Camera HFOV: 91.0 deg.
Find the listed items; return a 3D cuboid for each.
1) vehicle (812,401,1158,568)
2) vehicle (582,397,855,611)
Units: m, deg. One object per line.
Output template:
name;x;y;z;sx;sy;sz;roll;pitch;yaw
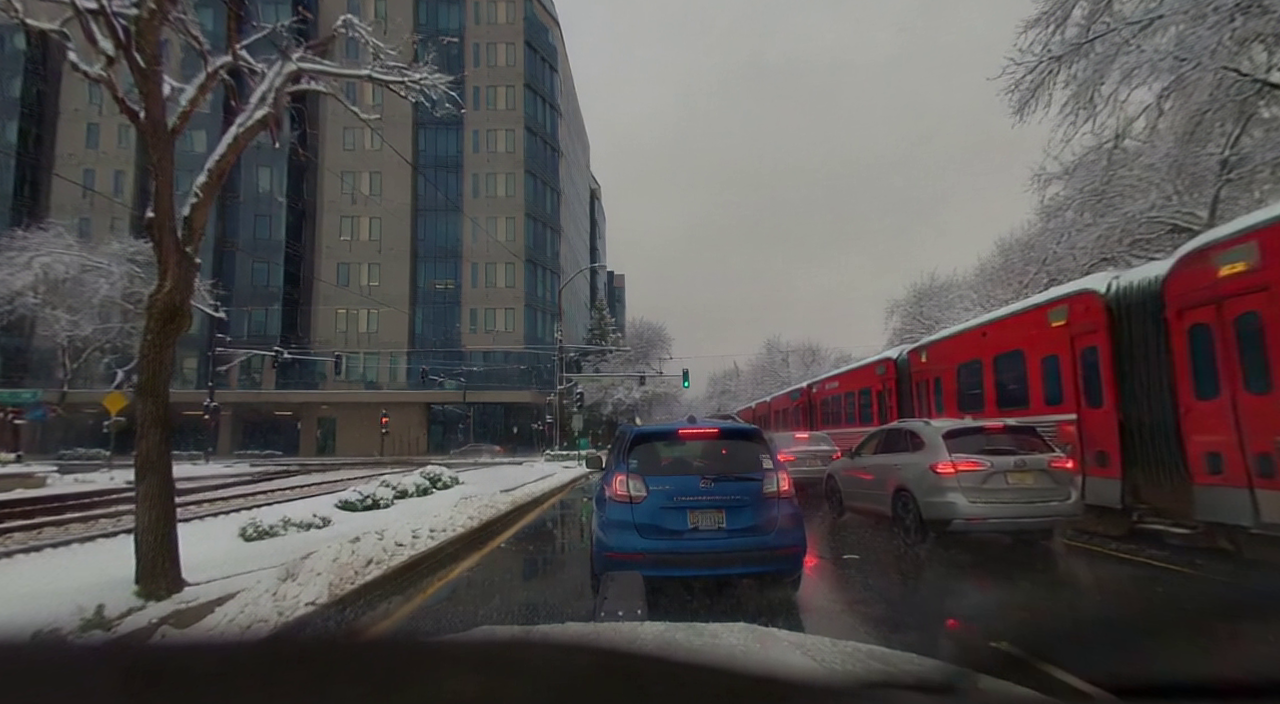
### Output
vehicle;4.366;1.783;9.269;2.165;1.760;5.064;0;-9;-1
vehicle;0.515;1.518;7.144;2.190;1.684;4.084;0;-9;-3
